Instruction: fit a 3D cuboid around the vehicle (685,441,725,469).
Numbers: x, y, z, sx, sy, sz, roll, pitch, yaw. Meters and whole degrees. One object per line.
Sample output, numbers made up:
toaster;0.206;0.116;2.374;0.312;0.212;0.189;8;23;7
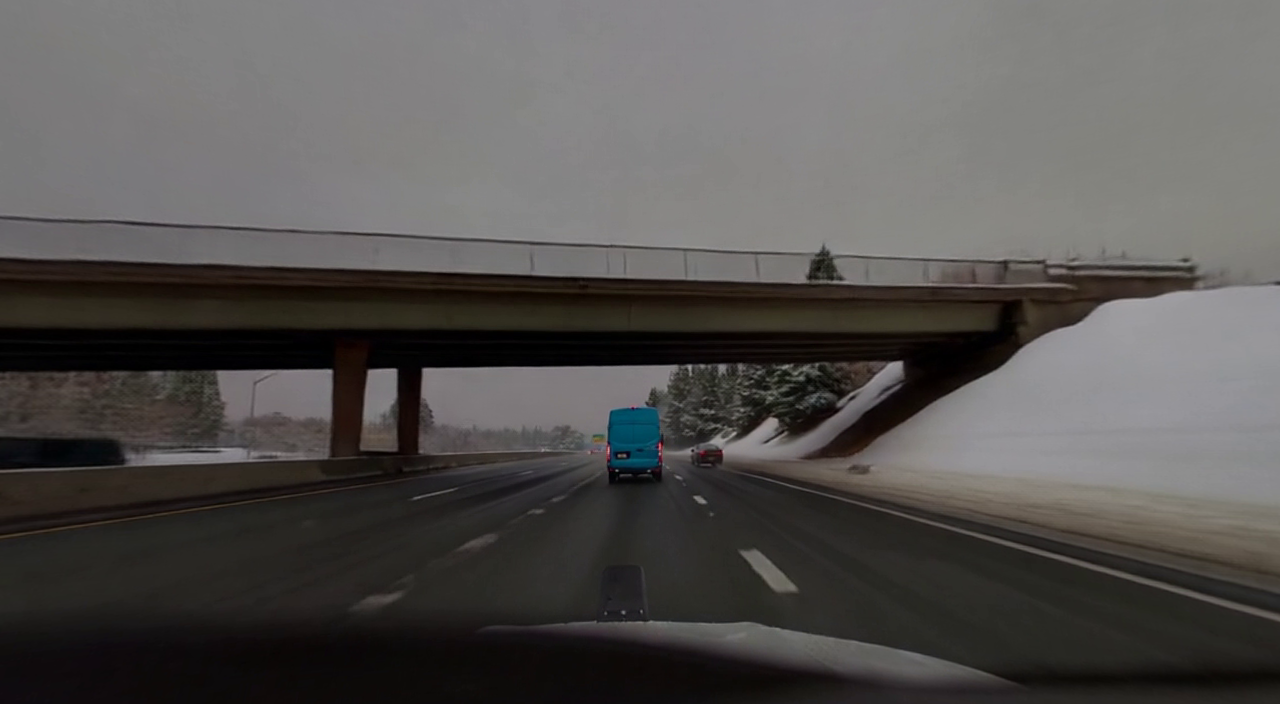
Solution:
vehicle;3.924;6.269;38.377;1.987;1.648;3.984;0;-9;0

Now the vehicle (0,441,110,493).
vehicle;-24.670;4.465;24.629;2.399;1.870;5.968;0;-9;2

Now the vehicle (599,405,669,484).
vehicle;-0.089;3.683;25.056;2.476;2.776;5.598;-1;-9;3
